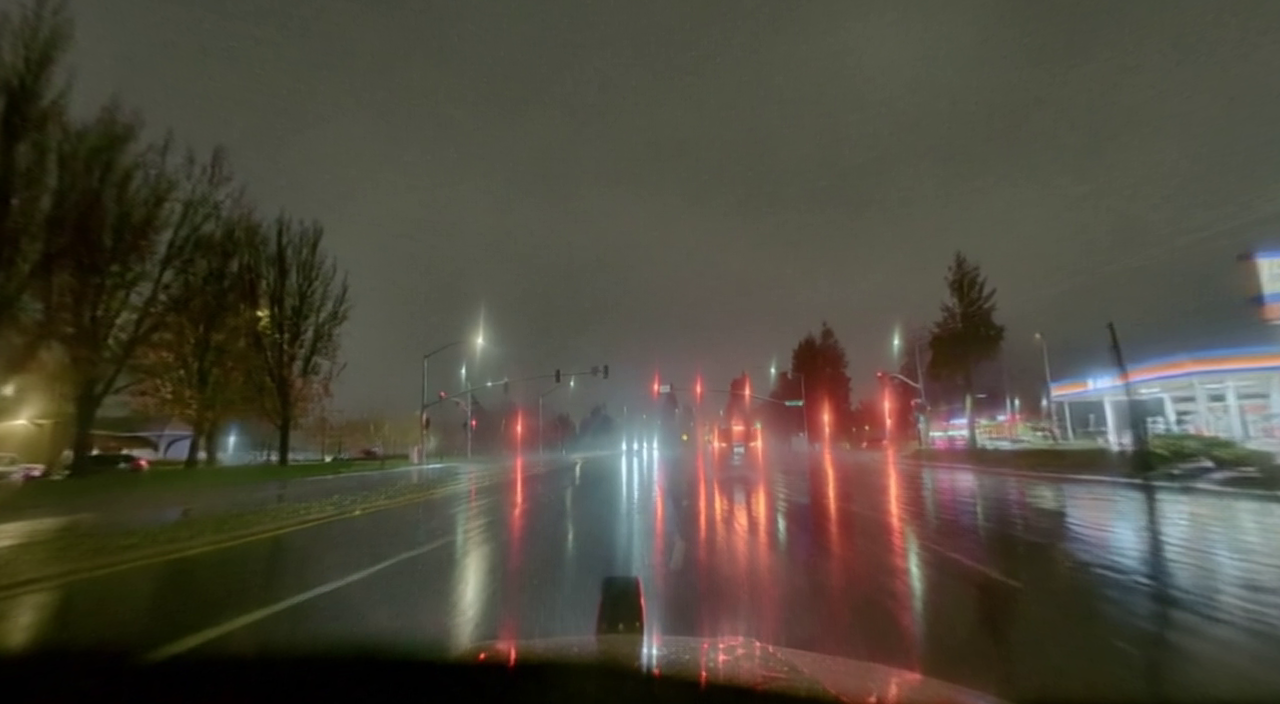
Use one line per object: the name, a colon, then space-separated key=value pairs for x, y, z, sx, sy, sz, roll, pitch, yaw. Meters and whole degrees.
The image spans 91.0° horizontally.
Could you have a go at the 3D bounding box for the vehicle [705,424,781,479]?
vehicle: x=3.467 y=3.458 z=22.025 sx=2.213 sy=1.715 sz=4.242 roll=-1 pitch=-8 yaw=4

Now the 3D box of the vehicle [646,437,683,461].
vehicle: x=1.666 y=6.371 z=41.492 sx=2.100 sy=1.469 sz=3.872 roll=-1 pitch=-8 yaw=6

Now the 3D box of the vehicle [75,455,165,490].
vehicle: x=-24.825 y=5.705 z=30.005 sx=4.538 sy=1.469 sz=1.912 roll=-6 pitch=-10 yaw=33
